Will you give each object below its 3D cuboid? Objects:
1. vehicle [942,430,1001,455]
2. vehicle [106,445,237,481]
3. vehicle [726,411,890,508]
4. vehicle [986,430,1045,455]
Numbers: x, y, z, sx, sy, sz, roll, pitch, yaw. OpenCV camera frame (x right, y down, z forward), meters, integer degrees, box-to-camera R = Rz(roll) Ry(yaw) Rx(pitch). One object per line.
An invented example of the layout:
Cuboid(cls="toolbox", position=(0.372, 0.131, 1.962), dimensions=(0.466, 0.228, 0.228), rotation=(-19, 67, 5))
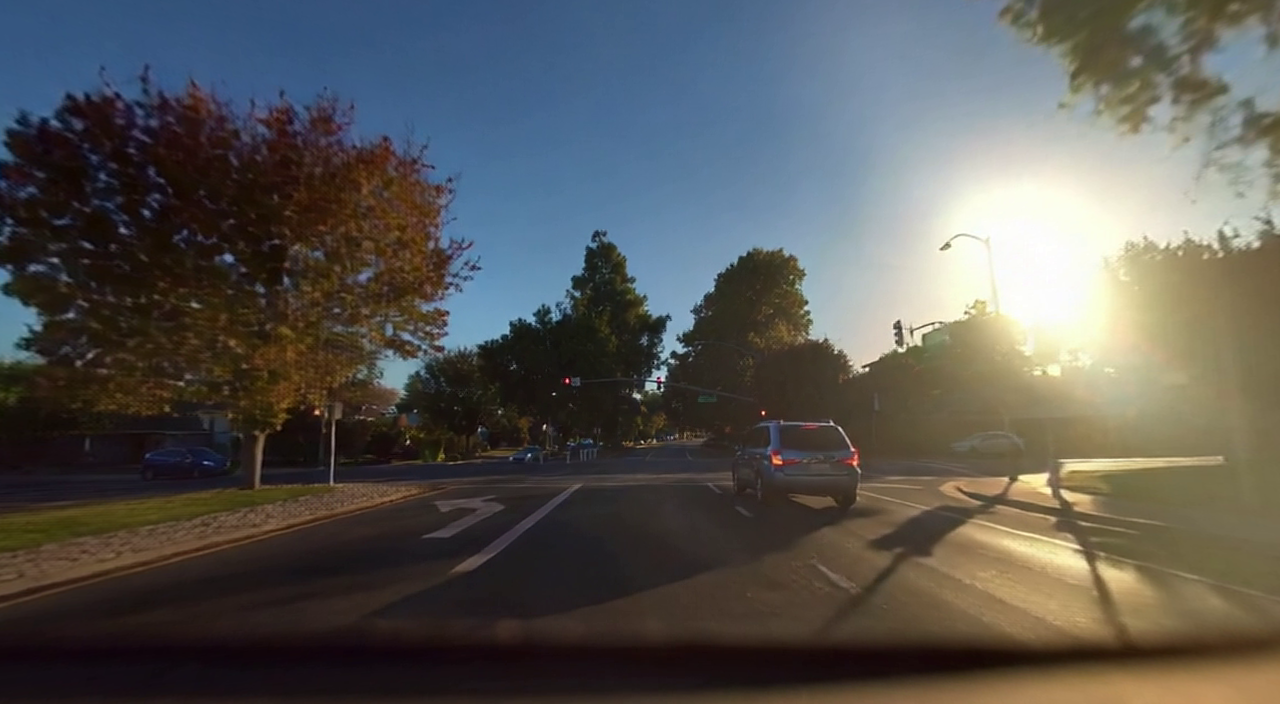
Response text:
Cuboid(cls="vehicle", position=(24.055, 6.593, 45.978), dimensions=(1.896, 1.760, 4.107), rotation=(0, -9, -2))
Cuboid(cls="vehicle", position=(-23.212, 5.504, 31.457), dimensions=(4.737, 1.659, 2.042), rotation=(0, -9, -5))
Cuboid(cls="vehicle", position=(3.478, 2.384, 14.330), dimensions=(2.229, 1.795, 4.927), rotation=(0, -9, -2))
Cuboid(cls="vehicle", position=(27.280, 6.600, 46.063), dimensions=(1.883, 1.685, 3.953), rotation=(-1, -9, 2))
